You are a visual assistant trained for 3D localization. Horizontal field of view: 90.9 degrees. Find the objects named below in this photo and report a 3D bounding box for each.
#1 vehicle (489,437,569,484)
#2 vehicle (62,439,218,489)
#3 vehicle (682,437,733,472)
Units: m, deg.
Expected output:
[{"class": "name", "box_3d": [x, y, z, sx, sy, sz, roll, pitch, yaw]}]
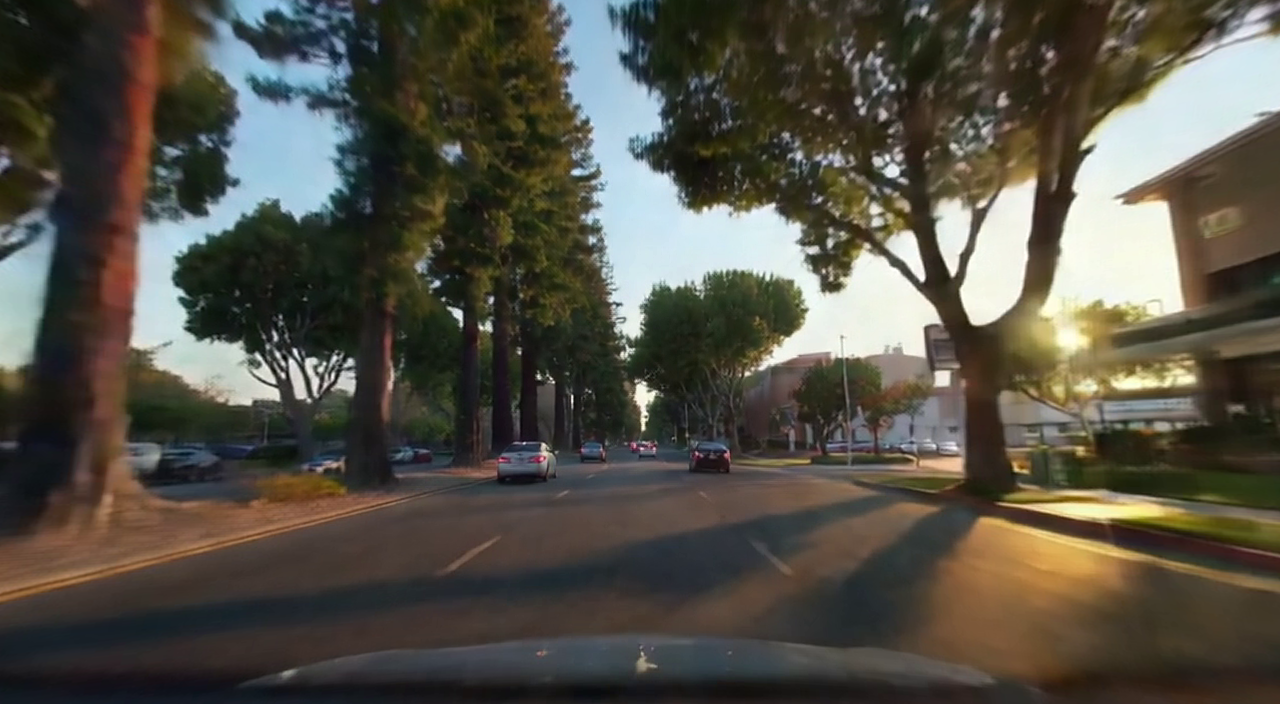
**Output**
[{"class": "vehicle", "box_3d": [-3.774, 3.765, 22.233, 1.908, 1.481, 4.536, 0, -8, 1]}, {"class": "vehicle", "box_3d": [-22.897, 5.098, 29.311, 2.235, 2.061, 5.936, 0, -8, 2]}, {"class": "vehicle", "box_3d": [3.158, 4.869, 30.139, 1.922, 1.579, 3.642, 0, -8, -2]}]
